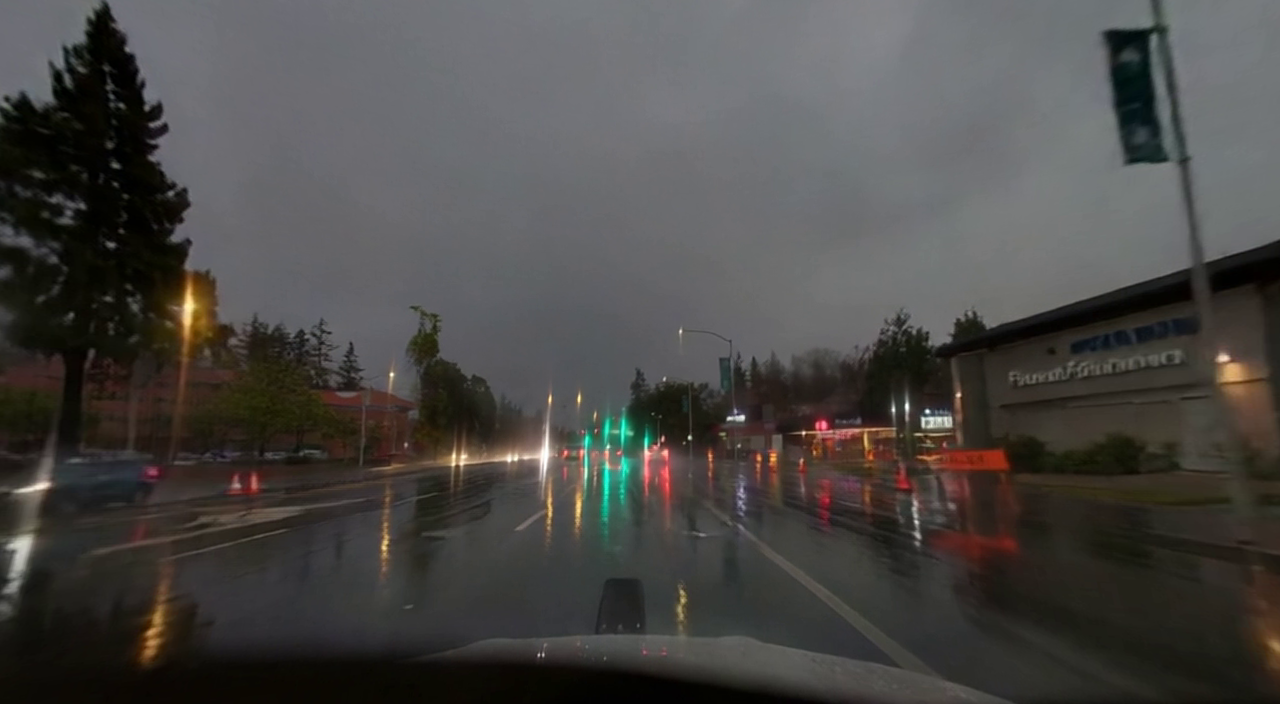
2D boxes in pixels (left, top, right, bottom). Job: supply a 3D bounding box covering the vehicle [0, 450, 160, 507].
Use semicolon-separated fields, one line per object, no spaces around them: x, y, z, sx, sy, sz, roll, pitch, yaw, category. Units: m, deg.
-17.442;3.785;19.409;1.866;1.477;4.445;0;-9;0;vehicle
